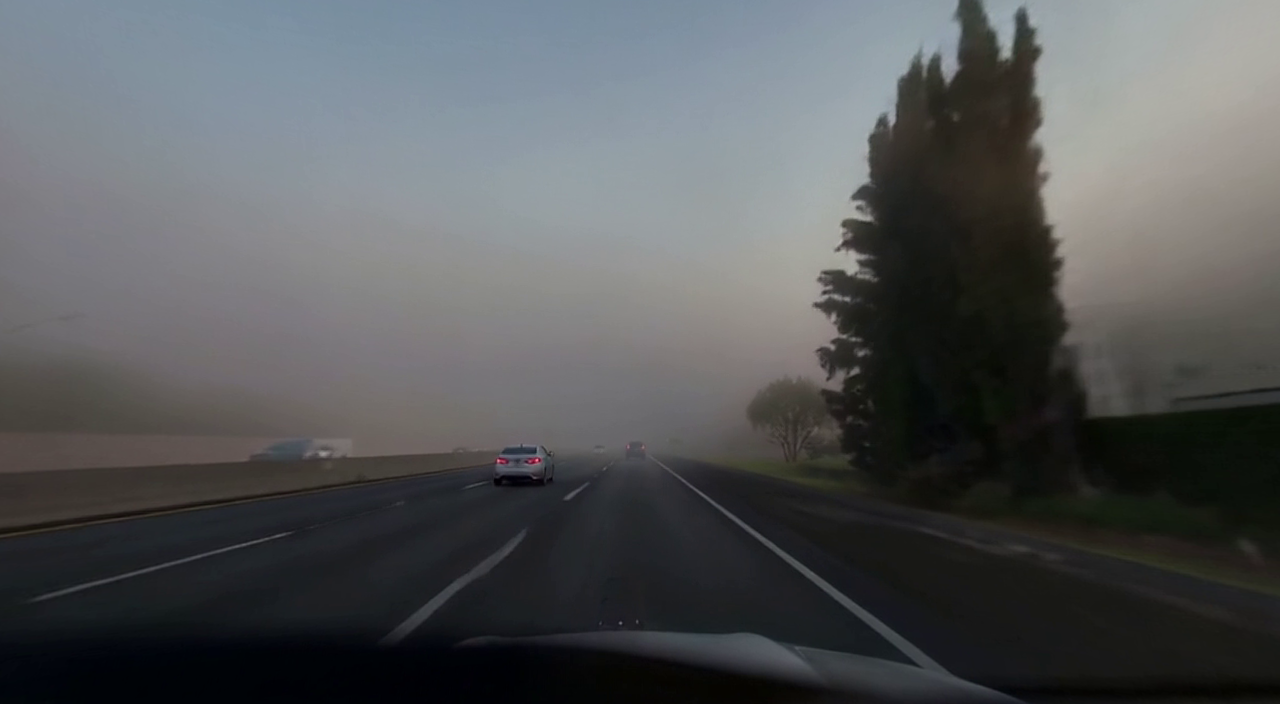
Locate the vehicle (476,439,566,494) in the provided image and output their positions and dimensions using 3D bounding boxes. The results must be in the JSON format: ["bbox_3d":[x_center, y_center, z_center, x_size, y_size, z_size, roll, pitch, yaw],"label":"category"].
[{"bbox_3d":[-3.435,3.390,19.091,1.920,1.463,4.134,0,-9,0],"label":"vehicle"}]
